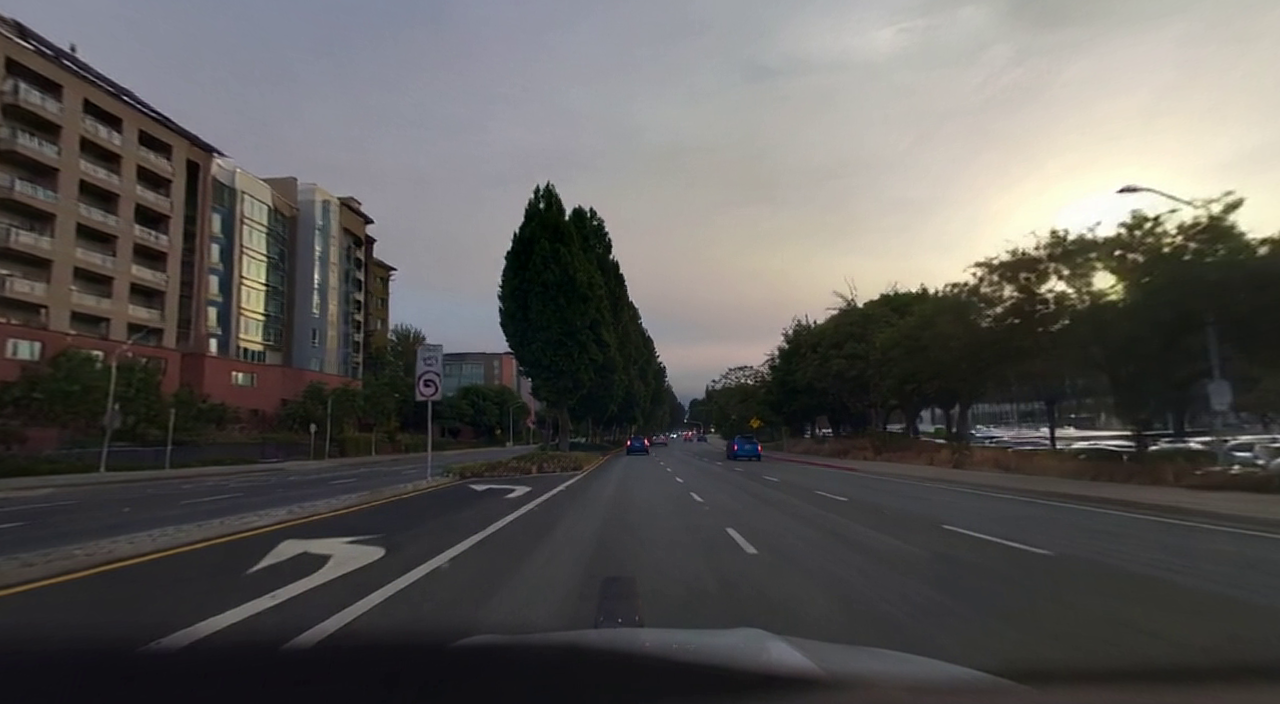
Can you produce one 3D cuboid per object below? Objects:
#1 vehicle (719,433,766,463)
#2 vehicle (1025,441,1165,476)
[{"bbox_3d":[6.651,6.299,41.257,2.136,1.799,4.796,1,-9,-2],"label":"vehicle"},{"bbox_3d":[19.899,4.672,27.669,4.653,1.438,1.939,0,-9,-2],"label":"vehicle"}]
